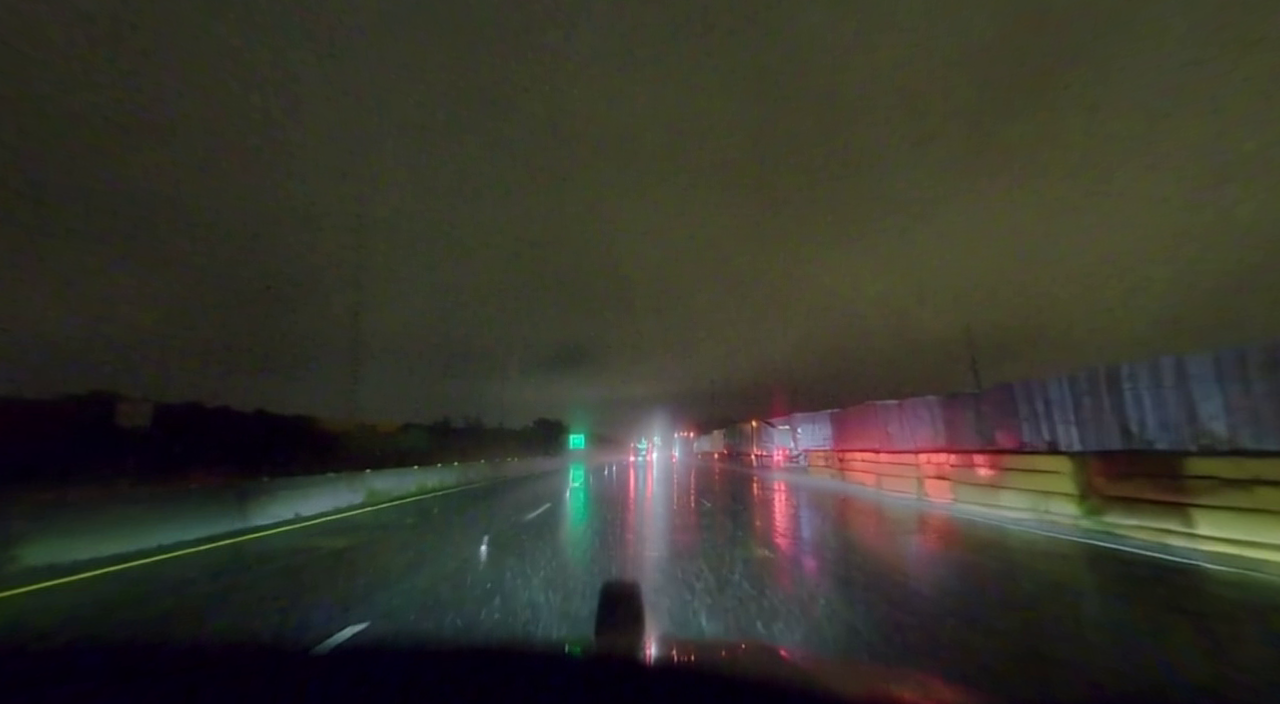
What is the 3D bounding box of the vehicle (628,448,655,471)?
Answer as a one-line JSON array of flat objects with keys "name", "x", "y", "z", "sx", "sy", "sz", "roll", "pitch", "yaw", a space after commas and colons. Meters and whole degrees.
[{"name": "vehicle", "x": 0.129, "y": 7.053, "z": 41.480, "sx": 1.695, "sy": 1.437, "sz": 3.506, "roll": 0, "pitch": -9, "yaw": 1}]
